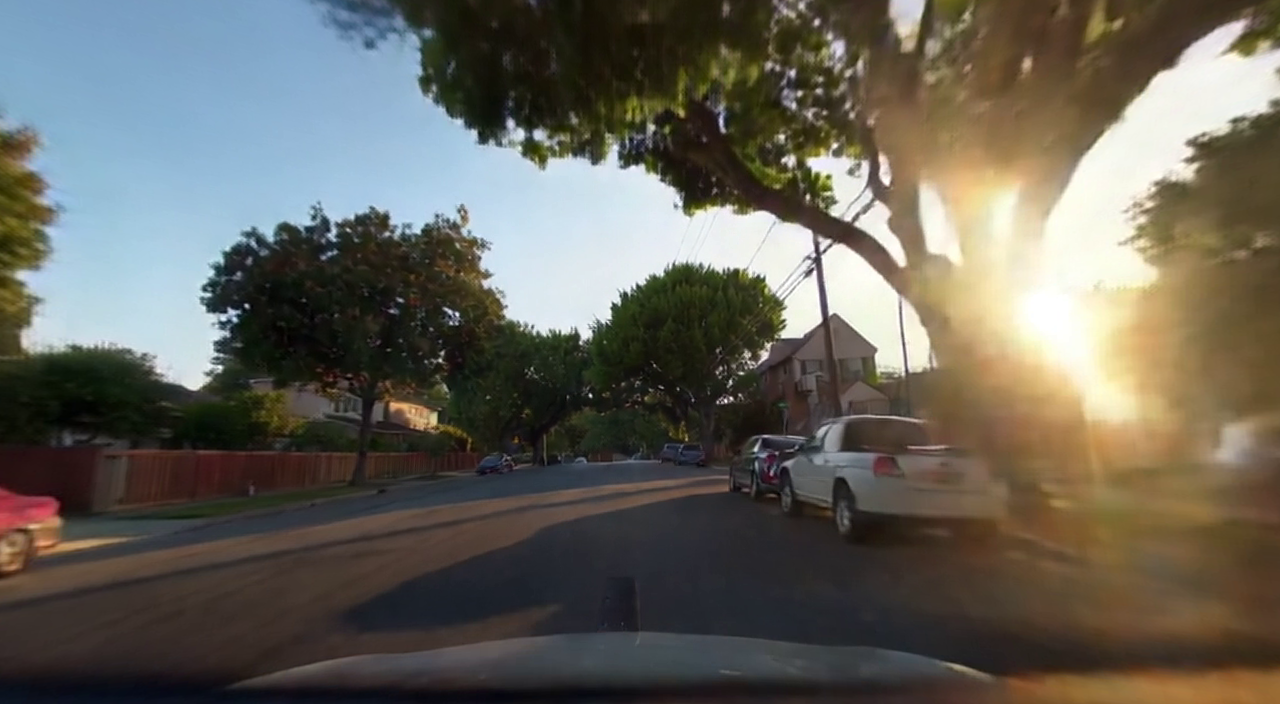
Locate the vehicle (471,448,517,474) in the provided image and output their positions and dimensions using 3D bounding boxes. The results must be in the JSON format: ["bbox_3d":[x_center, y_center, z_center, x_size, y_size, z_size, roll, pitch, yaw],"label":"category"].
[{"bbox_3d":[-8.795,6.581,38.479,1.937,1.427,4.510,0,-8,-3],"label":"vehicle"}]

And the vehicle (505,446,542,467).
[{"bbox_3d":[-9.121,8.188,49.754,2.027,1.584,4.476,0,-8,1],"label":"vehicle"}]

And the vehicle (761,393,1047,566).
[{"bbox_3d":[3.149,1.635,8.807,1.928,1.751,4.537,0,-8,-1],"label":"vehicle"}]

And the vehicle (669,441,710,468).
[{"bbox_3d":[2.929,6.224,38.426,1.927,1.529,4.144,0,-8,-3],"label":"vehicle"}]
